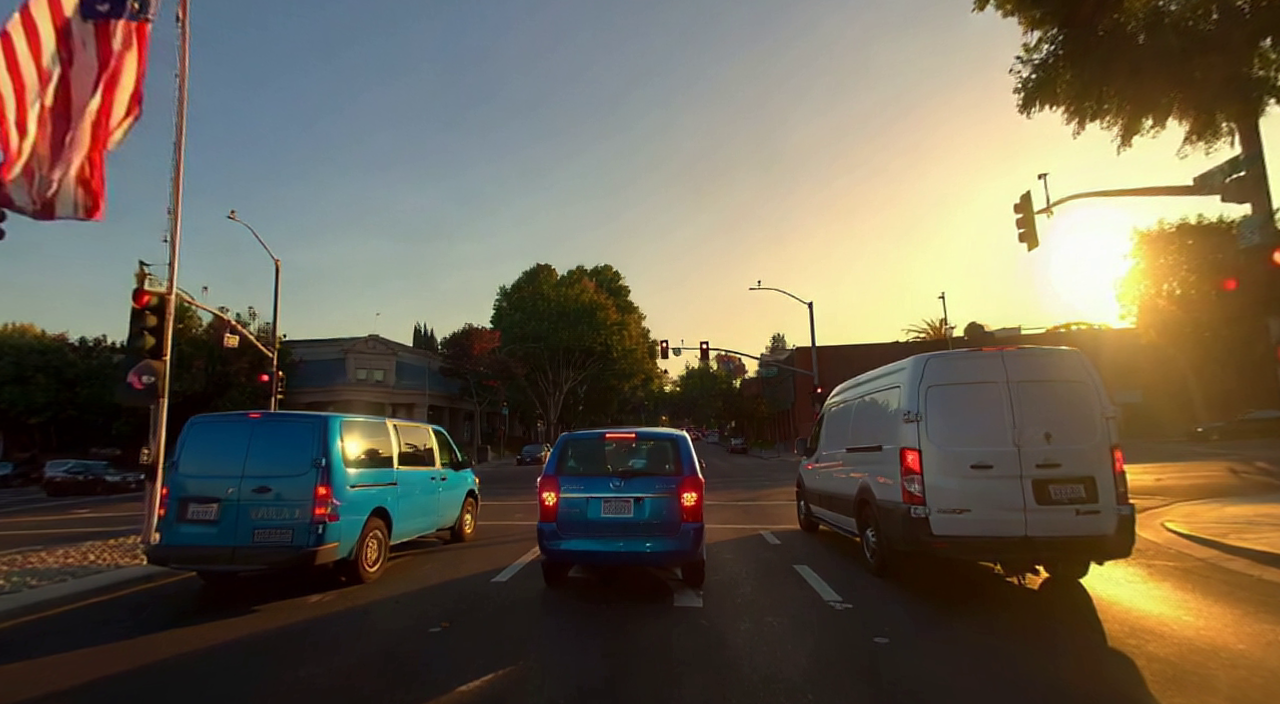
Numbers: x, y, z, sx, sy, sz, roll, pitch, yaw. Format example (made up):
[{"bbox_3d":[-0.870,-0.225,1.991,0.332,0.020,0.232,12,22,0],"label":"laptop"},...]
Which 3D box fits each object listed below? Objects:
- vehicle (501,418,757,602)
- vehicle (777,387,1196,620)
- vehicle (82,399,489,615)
[{"bbox_3d":[-0.139,1.616,7.325,2.098,1.494,4.118,0,-9,-1],"label":"vehicle"},{"bbox_3d":[3.091,1.467,7.019,2.178,1.746,4.400,0,-9,1],"label":"vehicle"},{"bbox_3d":[-3.303,1.520,7.042,2.024,1.677,3.998,-1,-9,3],"label":"vehicle"}]
